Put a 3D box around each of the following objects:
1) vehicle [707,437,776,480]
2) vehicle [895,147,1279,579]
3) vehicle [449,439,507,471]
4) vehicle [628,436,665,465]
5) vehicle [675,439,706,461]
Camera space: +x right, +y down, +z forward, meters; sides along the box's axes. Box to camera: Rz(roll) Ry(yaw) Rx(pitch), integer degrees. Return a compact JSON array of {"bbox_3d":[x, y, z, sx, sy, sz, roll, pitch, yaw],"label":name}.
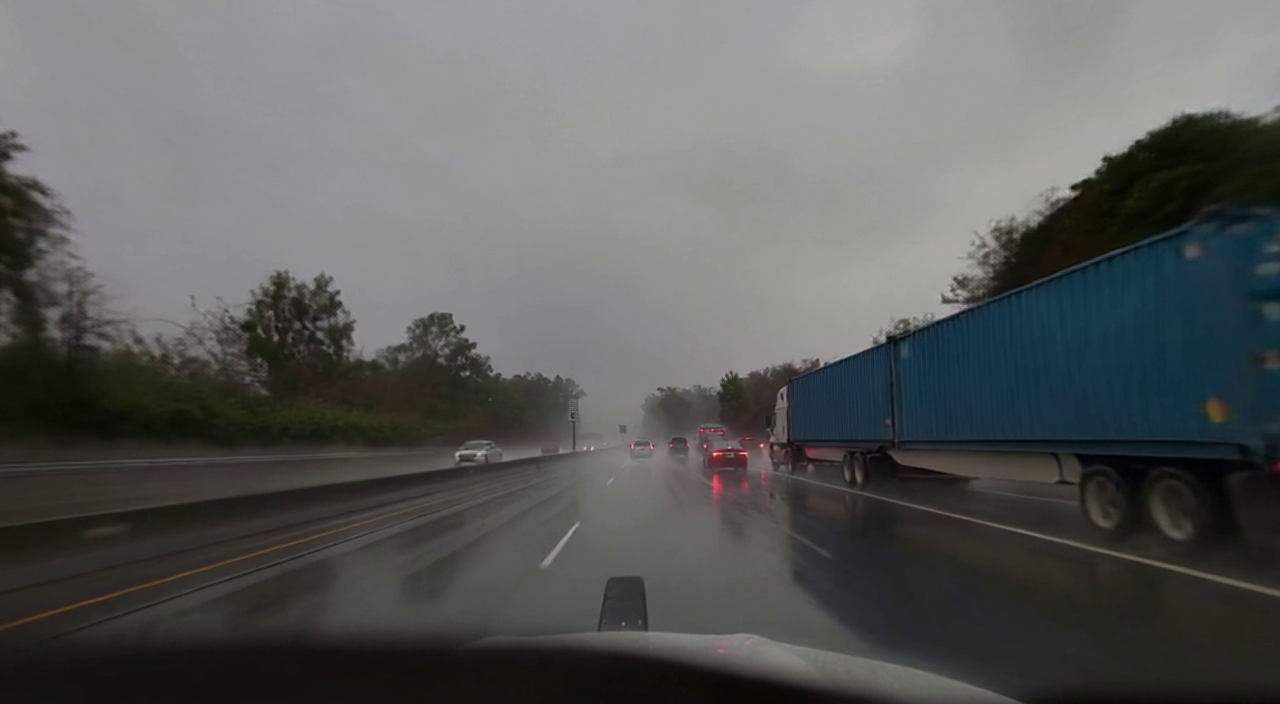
[{"bbox_3d":[3.851,4.135,24.639,1.888,1.501,4.608,0,-8,0],"label":"vehicle"},{"bbox_3d":[7.406,0.696,9.952,2.784,4.002,9.298,0,-8,0],"label":"vehicle"},{"bbox_3d":[-9.618,6.112,37.605,2.121,1.775,4.656,0,-8,2],"label":"vehicle"},{"bbox_3d":[0.431,6.418,41.056,2.313,1.736,4.215,0,-8,1],"label":"vehicle"},{"bbox_3d":[3.932,7.755,49.727,2.084,1.668,4.511,0,-8,0],"label":"vehicle"}]
